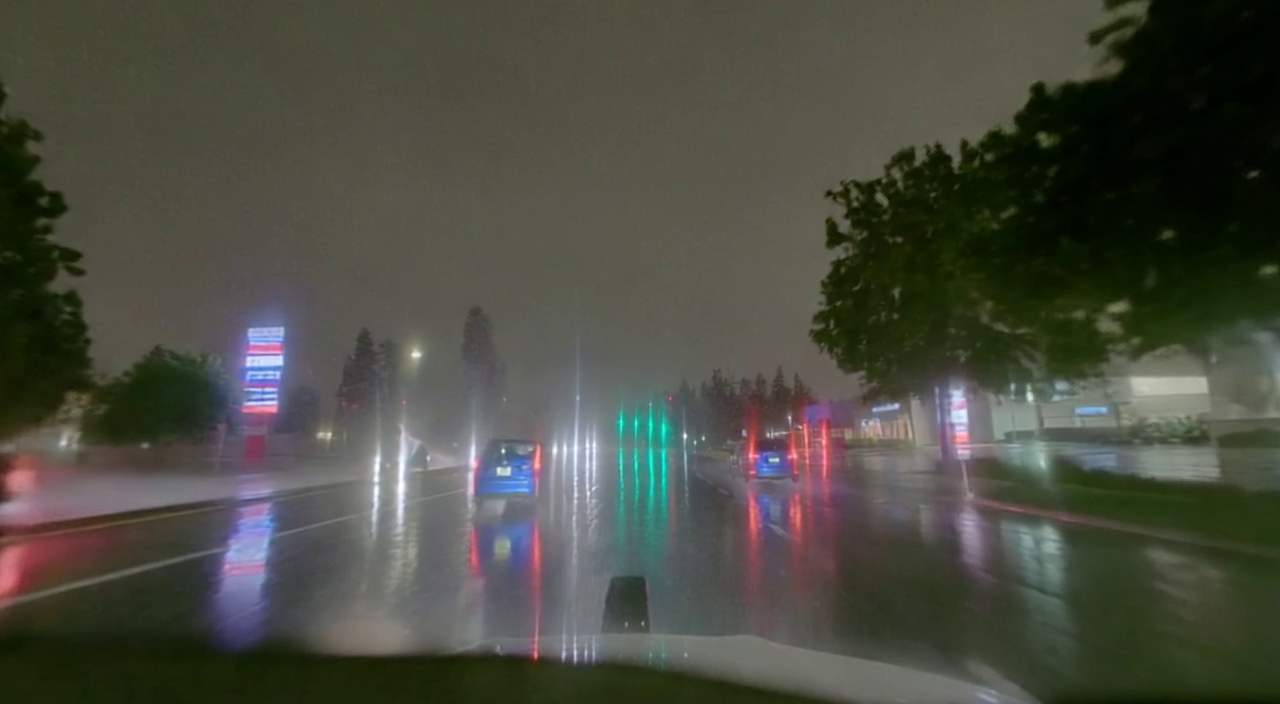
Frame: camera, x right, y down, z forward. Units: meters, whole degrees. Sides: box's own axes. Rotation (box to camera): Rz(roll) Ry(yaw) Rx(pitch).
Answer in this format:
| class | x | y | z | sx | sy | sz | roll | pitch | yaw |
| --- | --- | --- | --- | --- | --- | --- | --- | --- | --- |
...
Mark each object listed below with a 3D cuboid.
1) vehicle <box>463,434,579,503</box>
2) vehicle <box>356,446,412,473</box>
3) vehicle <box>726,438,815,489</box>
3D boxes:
| class | x | y | z | sx | sy | sz | roll | pitch | yaw |
| --- | --- | --- | --- | --- | --- | --- | --- | --- | --- |
| vehicle | -2.839 | 2.878 | 16.050 | 2.001 | 1.504 | 4.212 | 0 | -8 | 2 |
| vehicle | -15.694 | 6.569 | 38.848 | 1.778 | 1.549 | 3.914 | 0 | -8 | 1 |
| vehicle | 4.170 | 3.621 | 20.916 | 1.977 | 1.474 | 4.399 | 0 | -8 | -1 |
